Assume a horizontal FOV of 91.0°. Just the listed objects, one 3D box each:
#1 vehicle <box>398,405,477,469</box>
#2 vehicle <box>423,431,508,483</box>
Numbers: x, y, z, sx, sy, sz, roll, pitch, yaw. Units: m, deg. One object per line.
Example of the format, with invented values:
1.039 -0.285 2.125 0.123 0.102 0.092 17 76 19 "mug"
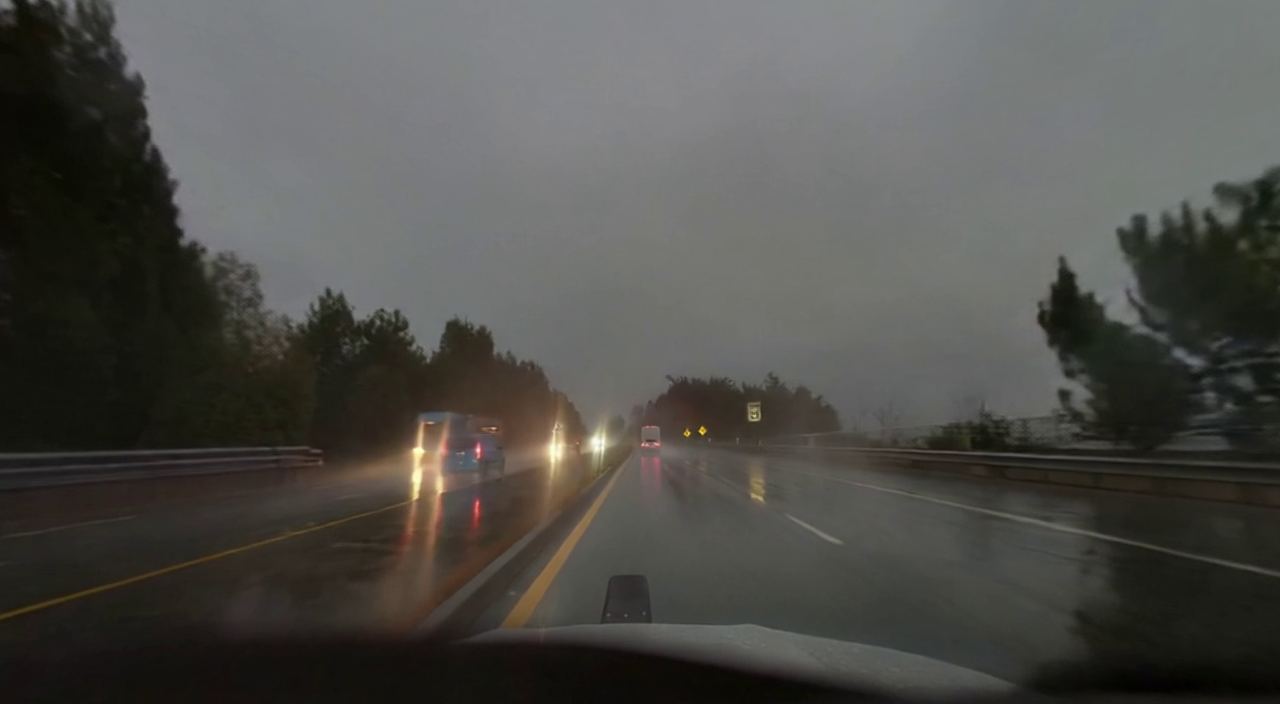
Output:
-13.928 5.937 43.862 3.090 4.025 6.471 1 -8 1 "vehicle"
-6.925 4.210 25.506 2.068 1.897 4.372 -1 -8 2 "vehicle"
